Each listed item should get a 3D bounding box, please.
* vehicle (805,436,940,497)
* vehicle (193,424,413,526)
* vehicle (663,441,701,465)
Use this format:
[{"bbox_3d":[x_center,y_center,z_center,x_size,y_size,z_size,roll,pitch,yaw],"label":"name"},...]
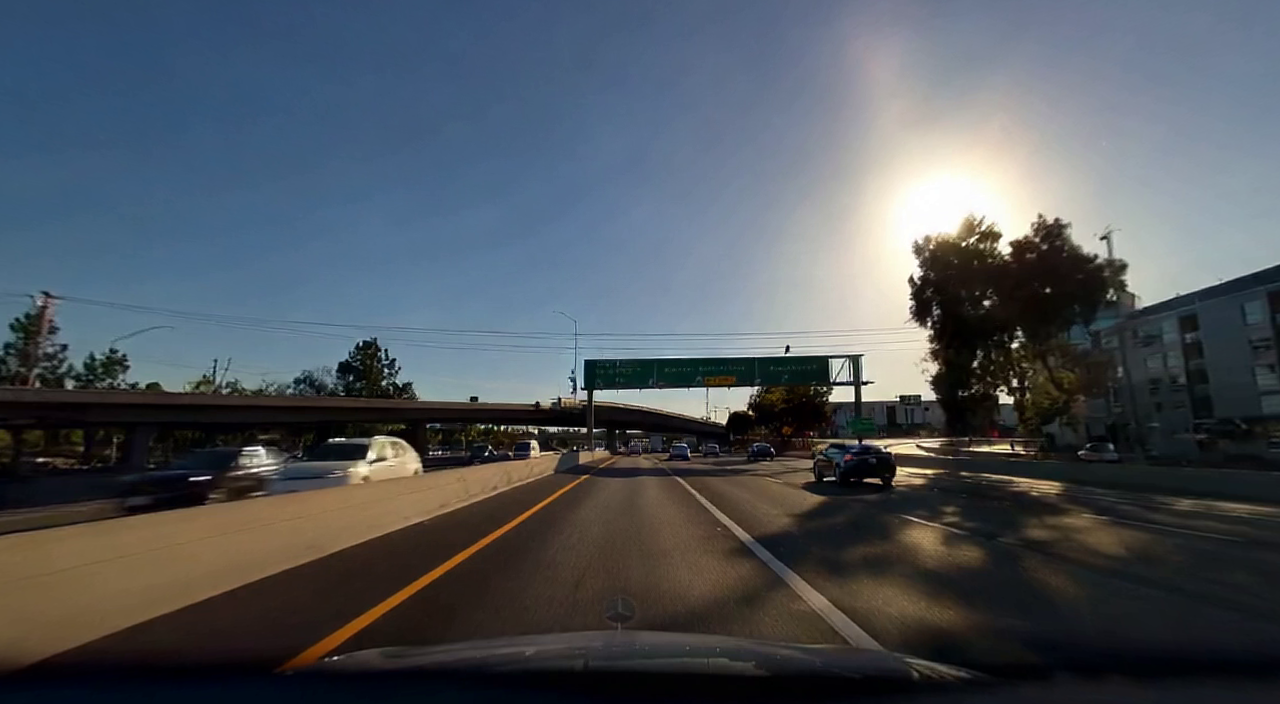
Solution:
[{"bbox_3d":[6.309,3.153,17.830,1.952,1.489,4.483,0,-8,-2],"label":"vehicle"},{"bbox_3d":[-6.643,2.463,13.222,2.022,1.737,4.546,0,-8,1],"label":"vehicle"},{"bbox_3d":[2.658,6.599,41.423,1.993,1.507,4.594,0,-8,-2],"label":"vehicle"}]
